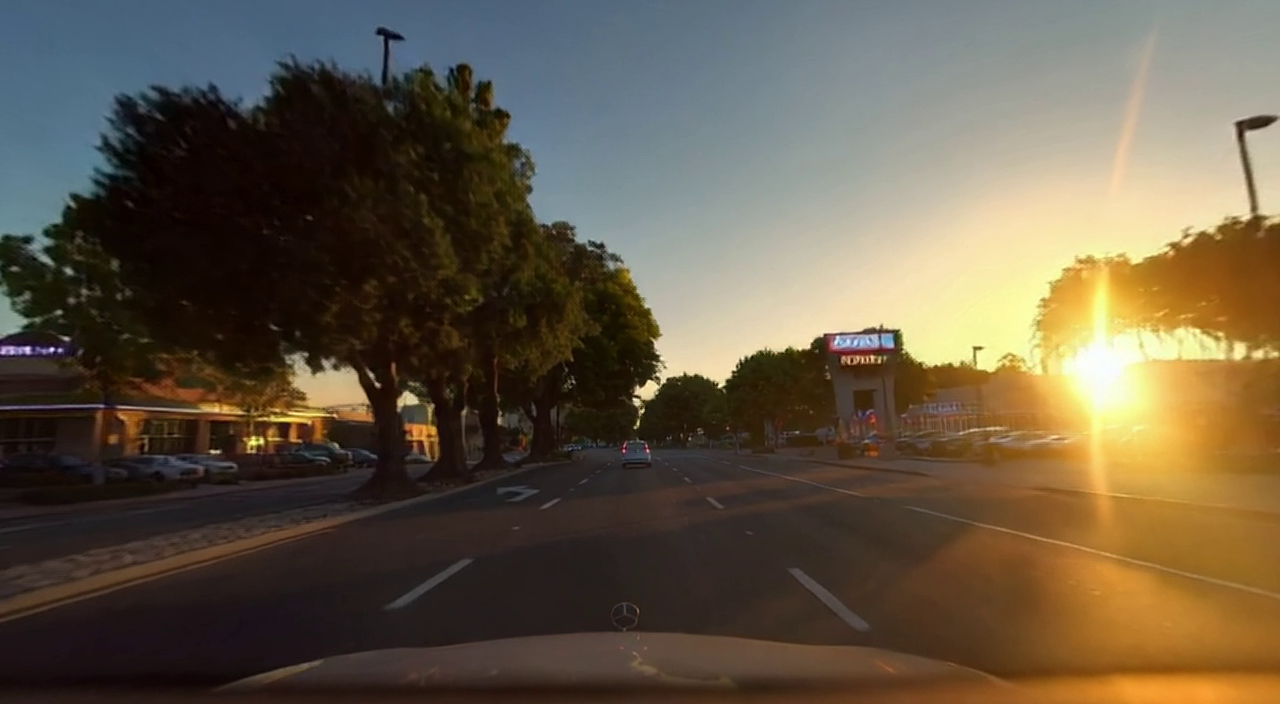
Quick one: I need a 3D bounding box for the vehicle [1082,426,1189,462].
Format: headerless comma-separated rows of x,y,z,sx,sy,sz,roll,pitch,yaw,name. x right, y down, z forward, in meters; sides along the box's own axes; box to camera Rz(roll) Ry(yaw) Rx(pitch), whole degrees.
27.990,5.267,35.820,1.991,1.877,5.024,-1,-9,1,vehicle

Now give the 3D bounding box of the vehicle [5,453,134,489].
-27.222,5.673,30.148,4.294,1.643,1.948,-1,-8,2,vehicle

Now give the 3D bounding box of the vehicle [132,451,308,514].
-11.950,3.695,18.383,2.041,1.553,4.433,0,-8,0,vehicle

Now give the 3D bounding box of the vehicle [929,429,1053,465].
17.895,4.870,32.278,5.083,1.778,2.063,0,-9,0,vehicle

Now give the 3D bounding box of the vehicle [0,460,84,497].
-27.002,5.368,26.793,4.660,1.446,1.870,0,-8,-4,vehicle

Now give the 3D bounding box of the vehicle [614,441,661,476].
-0.171,4.806,28.612,1.998,1.452,3.773,0,-8,-2,vehicle

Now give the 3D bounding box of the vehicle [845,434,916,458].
17.030,6.702,44.711,4.224,1.614,2.028,0,-9,-1,vehicle
